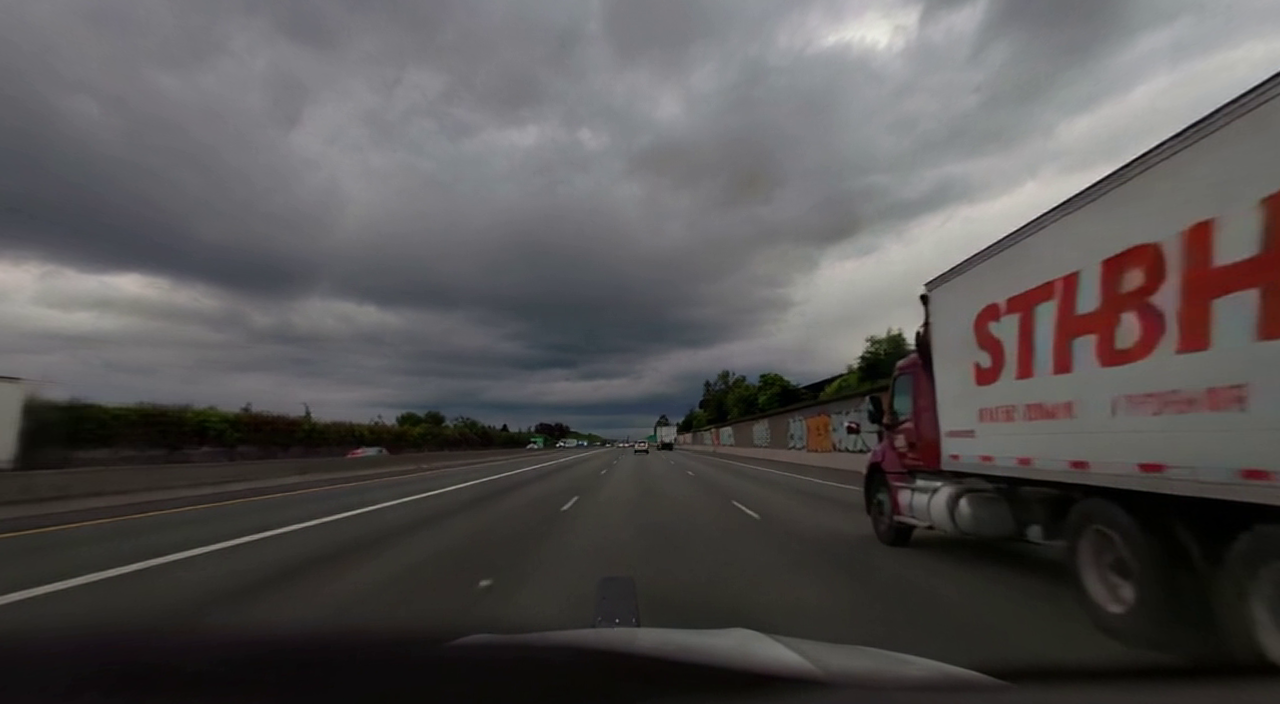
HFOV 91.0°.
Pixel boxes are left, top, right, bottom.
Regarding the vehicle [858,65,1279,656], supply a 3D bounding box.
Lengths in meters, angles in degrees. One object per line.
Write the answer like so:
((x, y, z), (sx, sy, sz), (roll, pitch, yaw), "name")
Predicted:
((5.235, 0.219, 4.998), (2.949, 3.470, 10.539), (0, -8, -2), "vehicle")

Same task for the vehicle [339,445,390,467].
((-20.849, 7.869, 47.845), (1.857, 1.482, 4.561), (-1, -8, -1), "vehicle")
